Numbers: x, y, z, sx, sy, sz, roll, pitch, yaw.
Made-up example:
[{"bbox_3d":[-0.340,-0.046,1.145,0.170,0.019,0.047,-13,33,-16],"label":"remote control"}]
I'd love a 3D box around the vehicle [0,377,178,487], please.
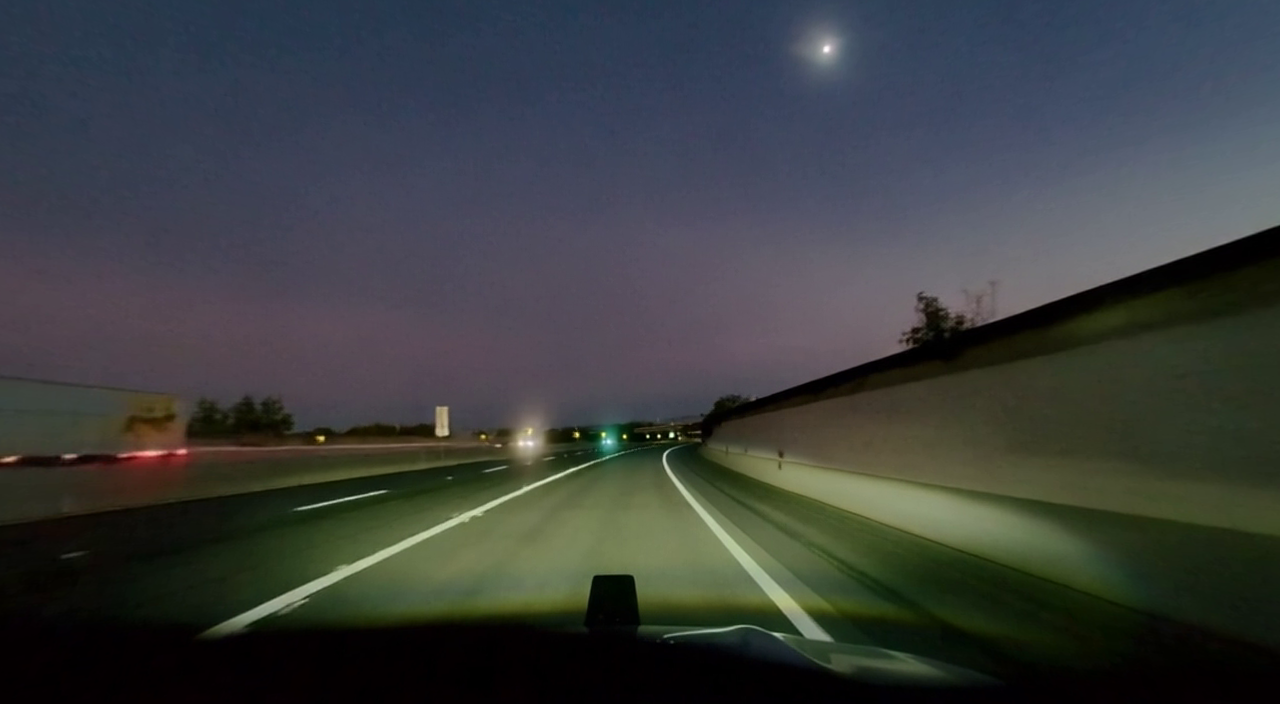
[{"bbox_3d":[-24.133,3.423,26.497,2.833,3.918,8.370,0,-8,0],"label":"vehicle"}]
